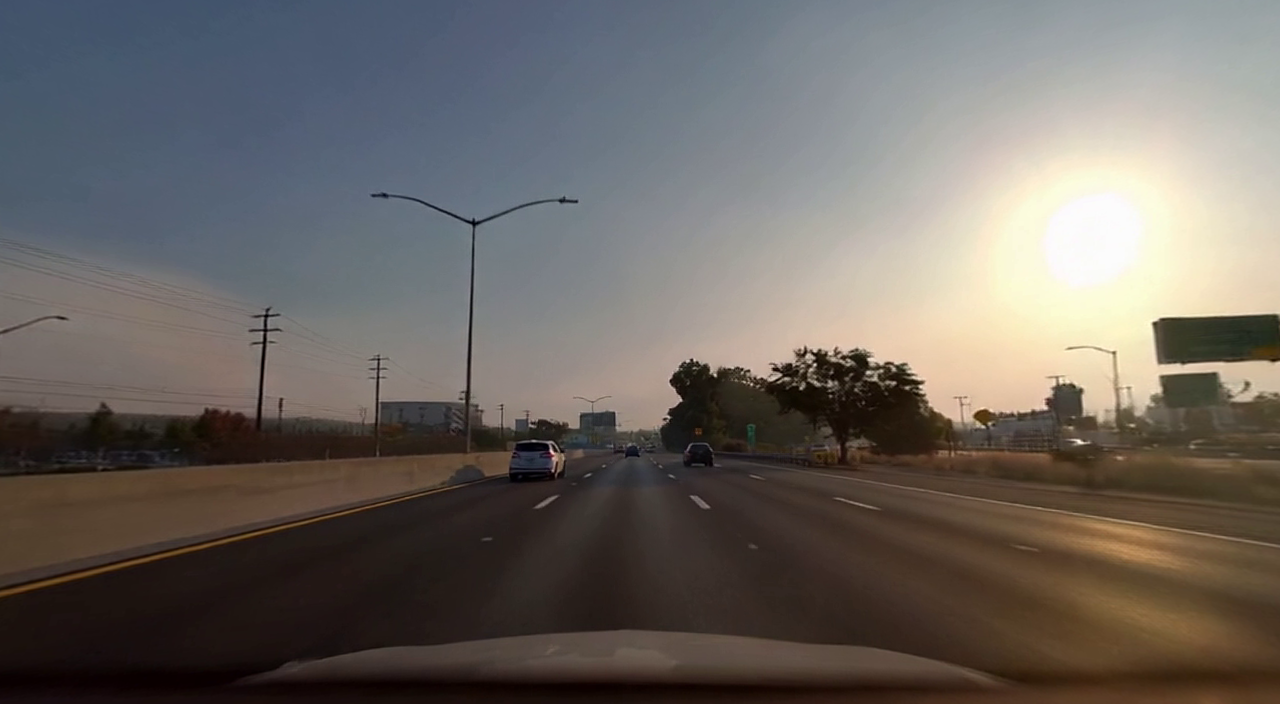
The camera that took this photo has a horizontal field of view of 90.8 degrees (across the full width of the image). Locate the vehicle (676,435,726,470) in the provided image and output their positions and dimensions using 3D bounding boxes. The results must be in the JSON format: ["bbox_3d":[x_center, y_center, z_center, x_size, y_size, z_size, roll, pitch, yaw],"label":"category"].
[{"bbox_3d":[2.988,5.060,31.994,1.997,1.638,4.281,0,-8,-2],"label":"vehicle"}]

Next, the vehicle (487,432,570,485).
[{"bbox_3d":[-3.829,3.737,22.520,2.099,1.682,4.590,0,-8,0],"label":"vehicle"}]

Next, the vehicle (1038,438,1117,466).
[{"bbox_3d":[29.429,6.738,42.707,2.070,1.782,5.006,-1,-8,5],"label":"vehicle"}]
